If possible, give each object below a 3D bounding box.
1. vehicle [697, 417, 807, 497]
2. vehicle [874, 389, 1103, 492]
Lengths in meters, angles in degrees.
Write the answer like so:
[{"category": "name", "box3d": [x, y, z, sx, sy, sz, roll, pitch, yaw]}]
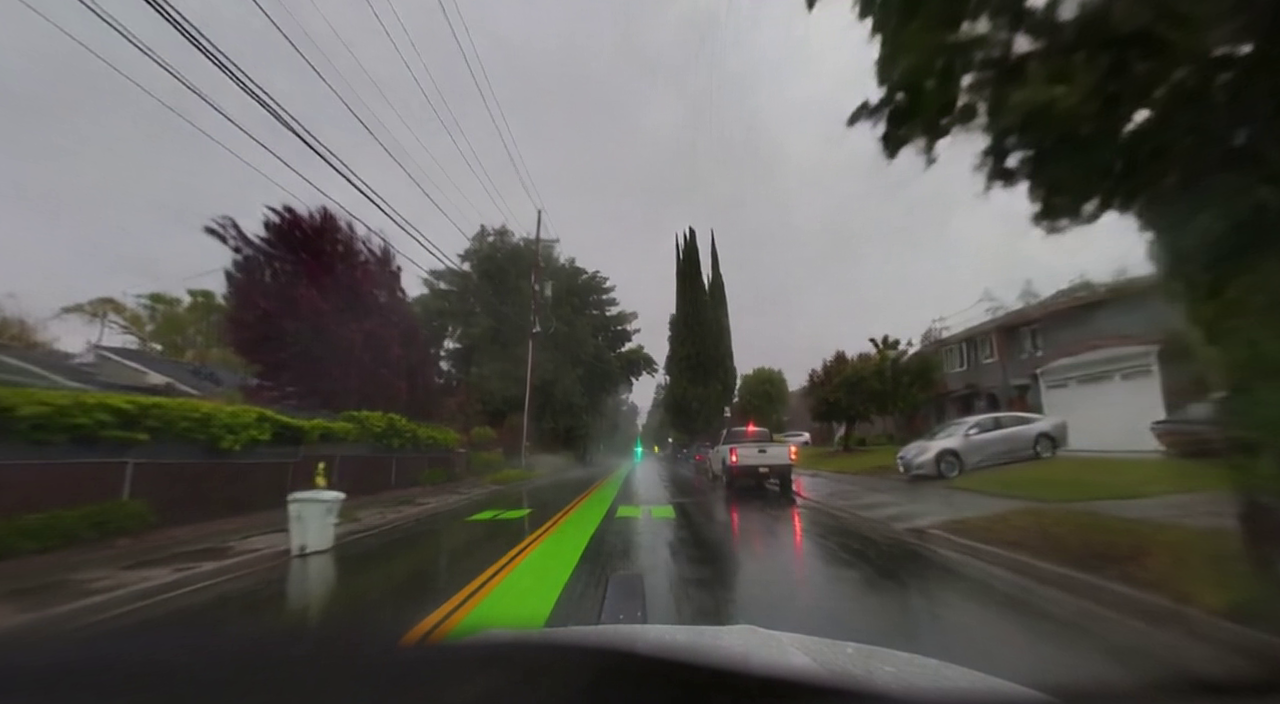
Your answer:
[{"category": "vehicle", "box3d": [3.202, 3.187, 19.466, 2.347, 2.070, 5.735, 0, -9, 0]}, {"category": "vehicle", "box3d": [8.650, 2.239, 16.031, 4.418, 1.648, 2.017, -10, -9, -2]}]
